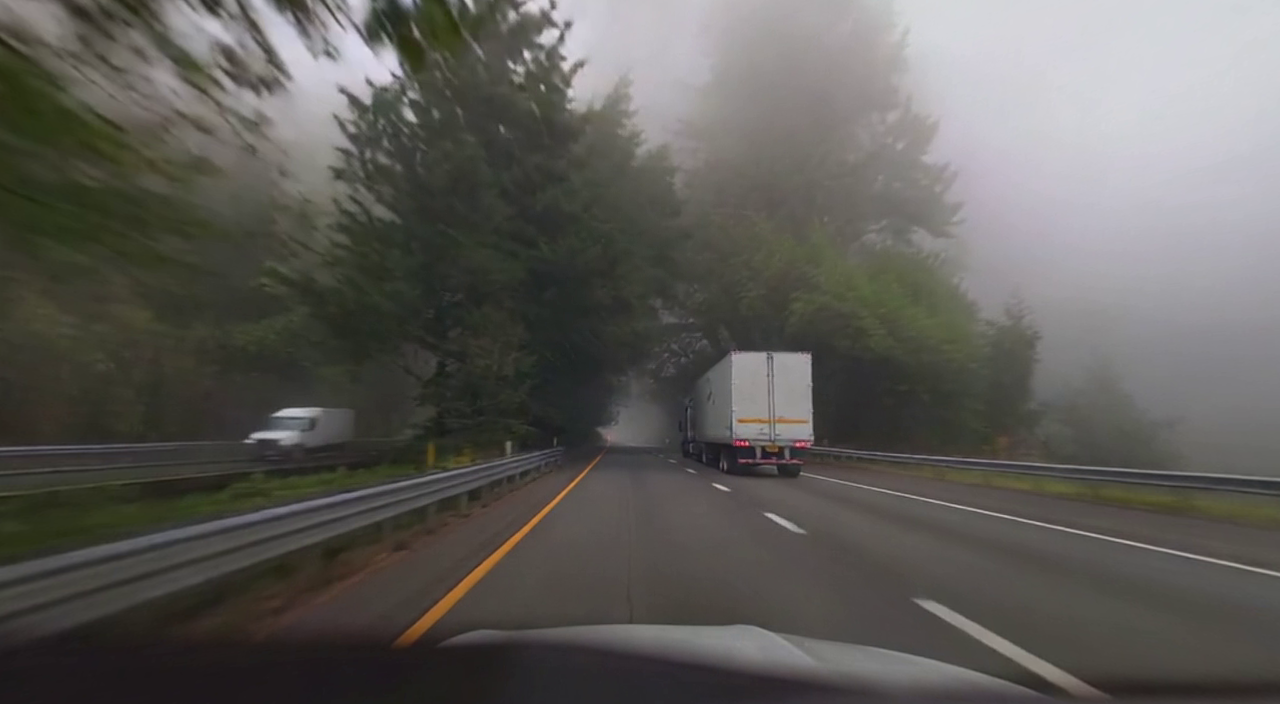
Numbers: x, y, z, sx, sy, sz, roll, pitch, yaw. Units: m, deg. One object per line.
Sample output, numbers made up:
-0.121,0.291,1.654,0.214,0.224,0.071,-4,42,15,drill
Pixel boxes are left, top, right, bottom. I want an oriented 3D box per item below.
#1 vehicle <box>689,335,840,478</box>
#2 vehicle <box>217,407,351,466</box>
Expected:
3.995,2.370,24.197,2.974,4.003,12.849,1,-8,-1,vehicle
-12.924,3.135,23.388,2.082,1.934,5.144,0,-8,-1,vehicle
